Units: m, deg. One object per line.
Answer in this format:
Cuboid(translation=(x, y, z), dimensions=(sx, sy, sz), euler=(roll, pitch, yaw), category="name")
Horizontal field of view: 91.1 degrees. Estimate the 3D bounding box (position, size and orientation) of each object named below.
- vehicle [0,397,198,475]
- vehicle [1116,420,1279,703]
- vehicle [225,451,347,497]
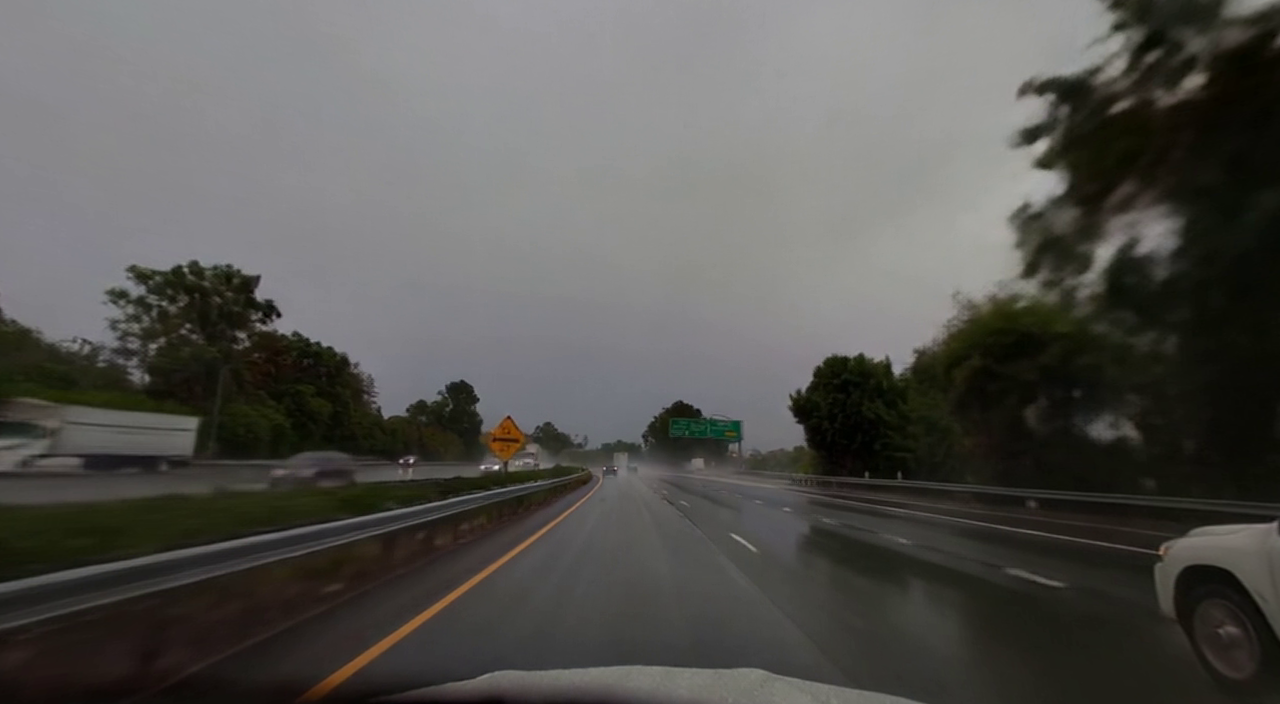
Cuboid(translation=(-30.188, 4.848, 34.739), dimensions=(3.006, 3.649, 10.097), euler=(-1, -10, 8), category="vehicle")
Cuboid(translation=(4.050, 0.852, 1.639), dimensions=(1.965, 1.502, 4.599), euler=(1, -10, 0), category="vehicle")
Cuboid(translation=(-12.675, 4.409, 22.899), dimensions=(1.874, 1.458, 4.489), euler=(1, -10, -1), category="vehicle")
